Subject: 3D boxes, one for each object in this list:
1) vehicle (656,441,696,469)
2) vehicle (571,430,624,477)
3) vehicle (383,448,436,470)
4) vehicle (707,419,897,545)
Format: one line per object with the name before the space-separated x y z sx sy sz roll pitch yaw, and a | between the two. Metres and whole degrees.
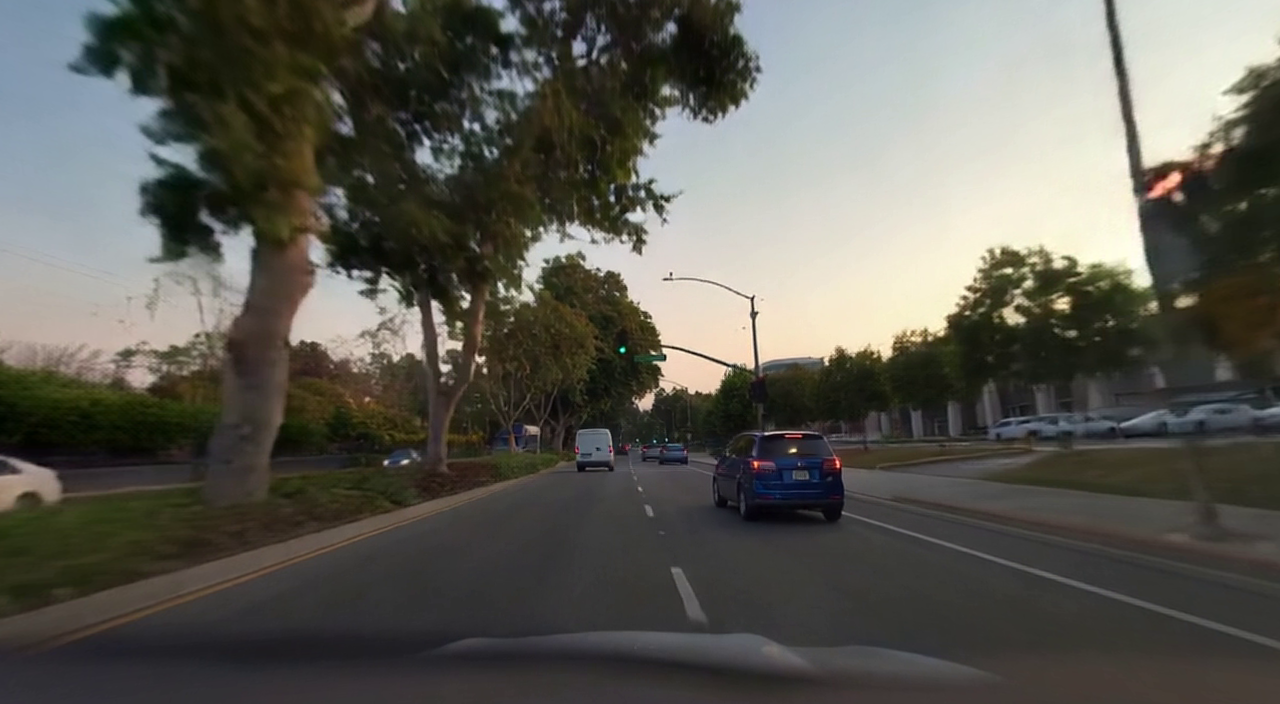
vehicle | 2.283 6.683 41.289 2.248 1.692 4.252 0 -9 -2
vehicle | -1.942 4.814 30.039 2.228 2.054 4.309 0 -9 0
vehicle | -16.695 7.746 46.001 2.139 1.493 4.521 0 -9 0
vehicle | 2.419 2.073 10.691 1.965 1.671 4.146 0 -9 -2
